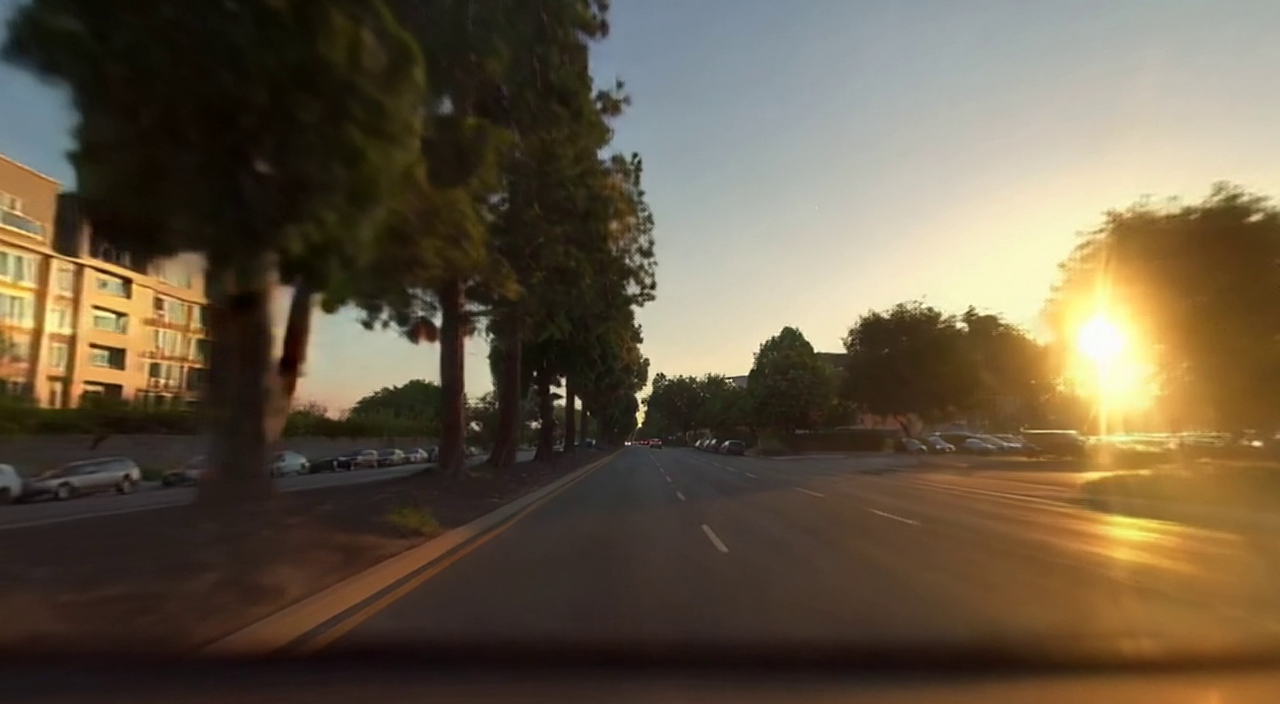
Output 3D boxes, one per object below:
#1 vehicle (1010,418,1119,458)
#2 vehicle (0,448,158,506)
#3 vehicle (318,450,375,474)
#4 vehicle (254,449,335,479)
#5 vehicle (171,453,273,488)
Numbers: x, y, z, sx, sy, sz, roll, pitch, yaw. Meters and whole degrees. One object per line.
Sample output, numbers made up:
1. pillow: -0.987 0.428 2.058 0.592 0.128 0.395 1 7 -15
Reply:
1. vehicle: 31.030 6.284 46.221 6.797 2.774 2.304 2 -9 -12
2. vehicle: -21.186 4.657 24.055 1.879 1.757 4.656 -3 -7 3
3. vehicle: -19.820 7.409 42.842 1.959 1.459 4.150 0 -8 -2
4. vehicle: -19.711 6.425 36.301 1.920 1.561 4.654 -1 -10 2
5. vehicle: -20.316 5.753 31.003 1.798 1.487 4.486 0 -8 2
